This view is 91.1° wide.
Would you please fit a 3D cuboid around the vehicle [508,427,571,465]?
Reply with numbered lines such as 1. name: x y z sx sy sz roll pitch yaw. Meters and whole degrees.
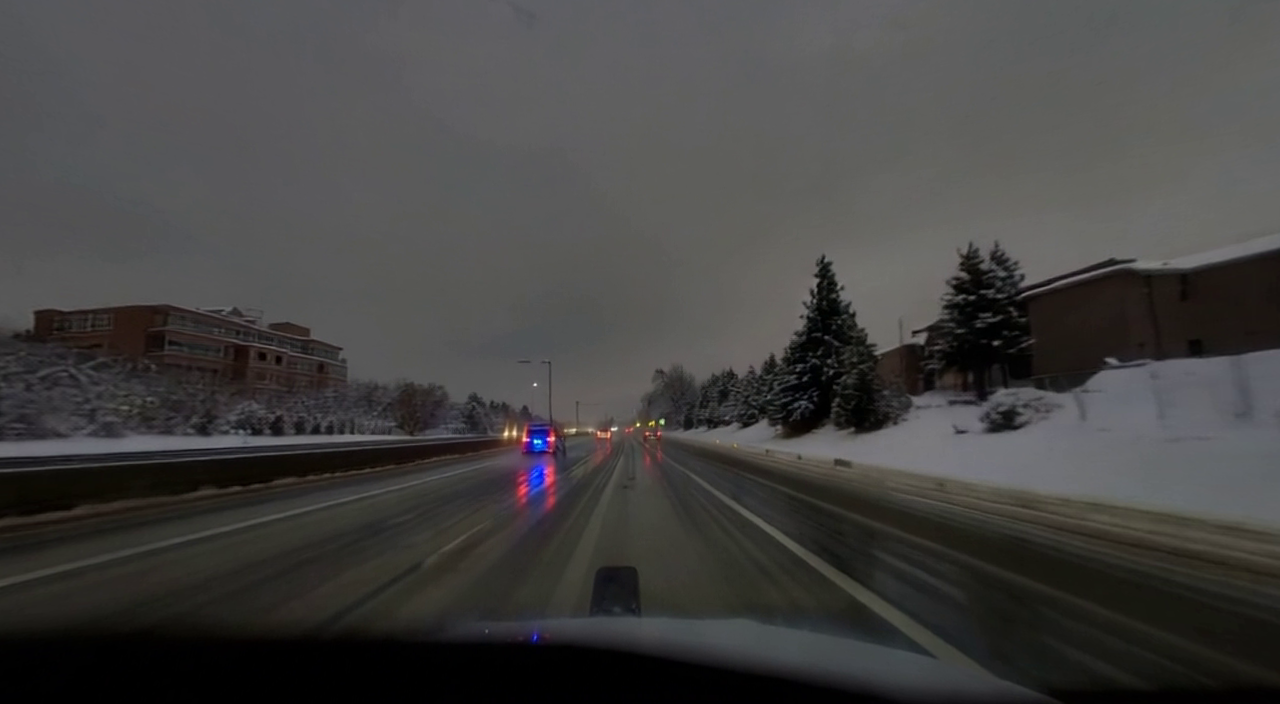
1. vehicle: -4.242 4.054 27.263 1.996 1.490 4.571 0 -8 0
